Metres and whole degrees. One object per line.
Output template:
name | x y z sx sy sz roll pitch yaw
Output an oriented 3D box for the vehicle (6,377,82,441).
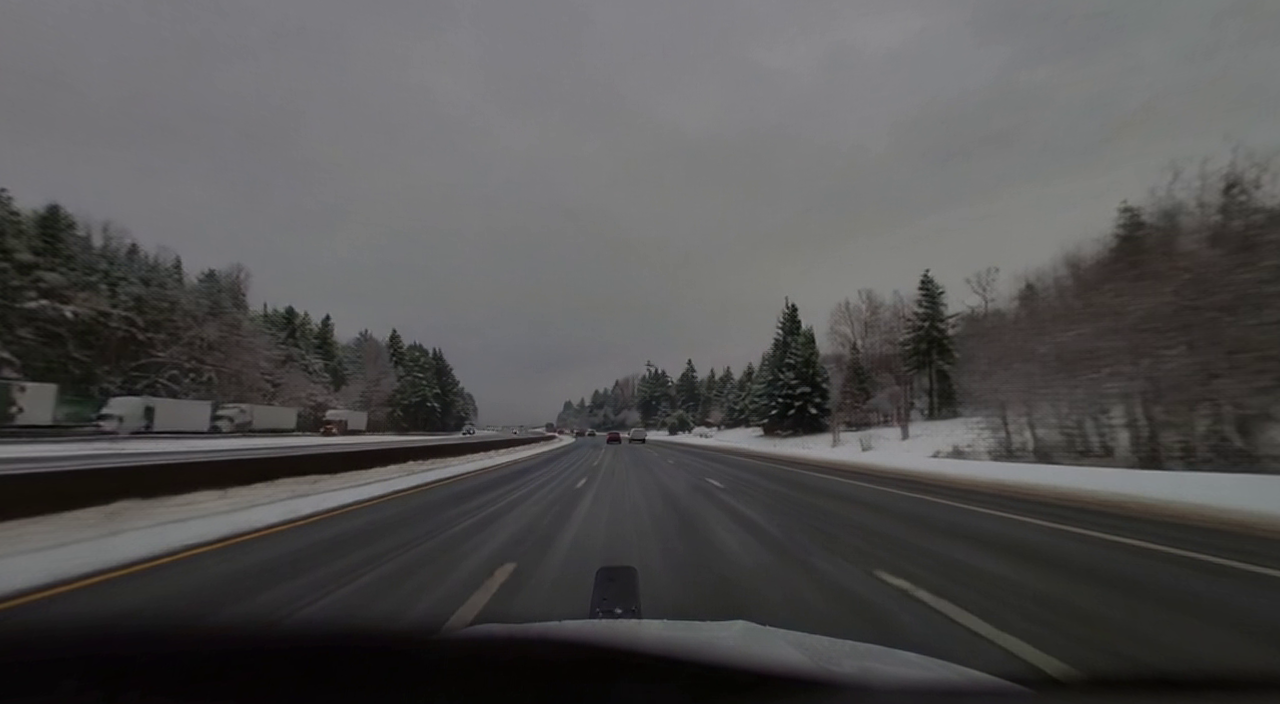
vehicle | -43.768 4.051 46.064 6.538 4.314 3.494 -3 -5 44
